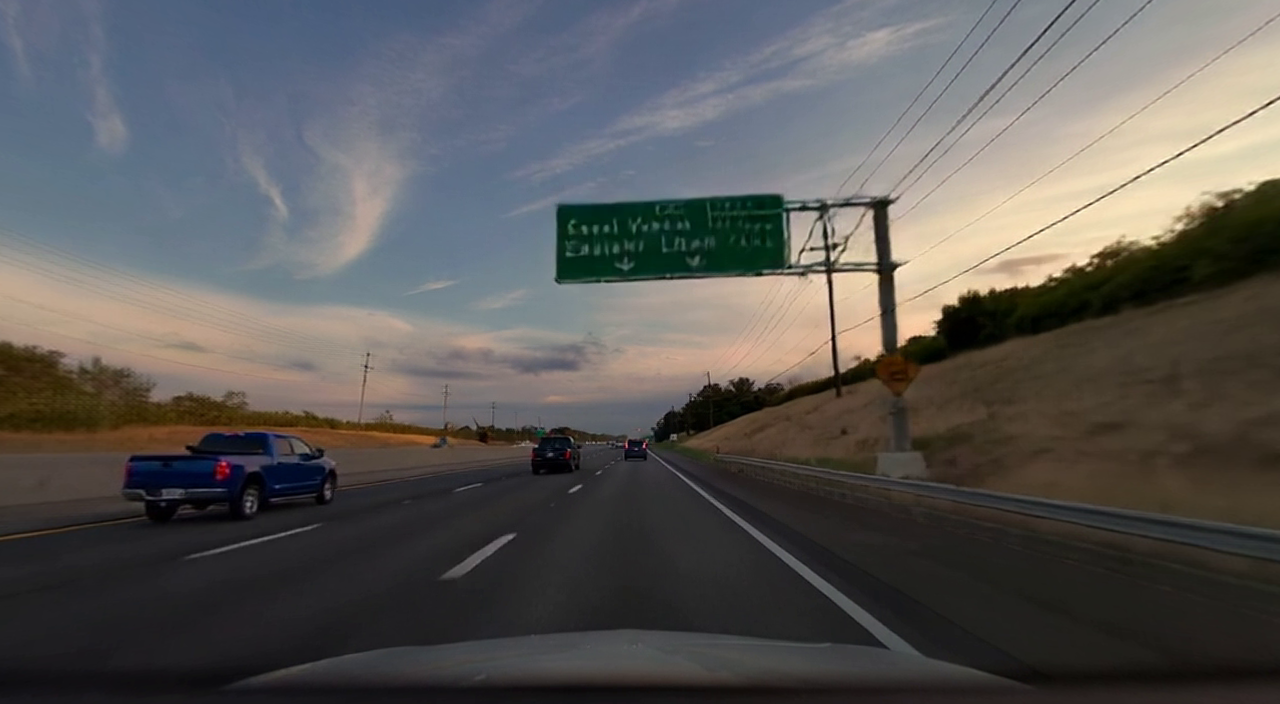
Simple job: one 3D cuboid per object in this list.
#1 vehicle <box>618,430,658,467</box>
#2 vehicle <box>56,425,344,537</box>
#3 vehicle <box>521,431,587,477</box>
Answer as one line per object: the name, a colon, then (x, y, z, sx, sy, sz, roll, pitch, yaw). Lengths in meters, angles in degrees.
vehicle: (-0.117, 6.098, 40.028, 2.358, 2.144, 4.713, -1, -9, 0)
vehicle: (-7.477, 2.218, 11.481, 2.013, 1.609, 4.446, -1, -9, 0)
vehicle: (-3.718, 4.535, 28.180, 2.204, 1.812, 5.289, 0, -9, 0)
